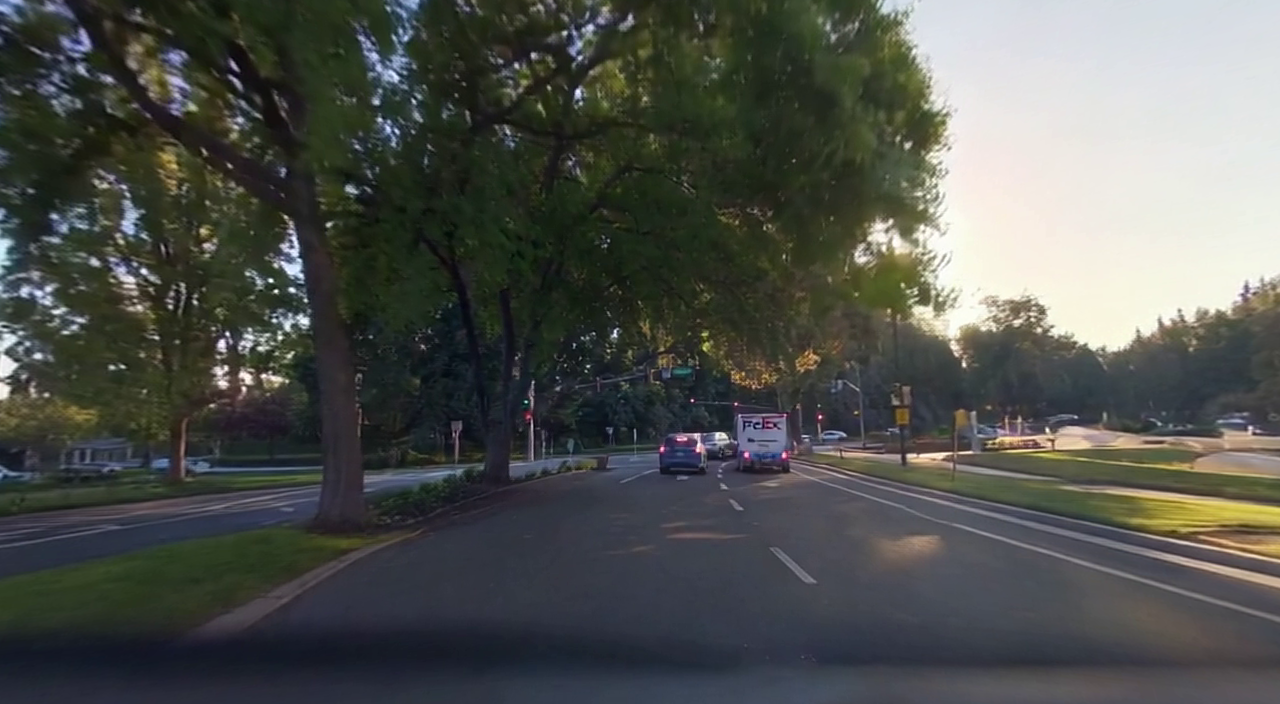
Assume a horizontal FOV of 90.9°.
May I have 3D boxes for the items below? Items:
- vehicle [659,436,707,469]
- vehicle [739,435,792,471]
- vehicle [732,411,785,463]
[{"bbox_3d":[2.164,4.887,30.723,2.066,1.482,4.273,-1,-8,7],"label":"vehicle"},{"bbox_3d":[5.680,4.631,29.008,1.989,1.497,4.436,-1,-8,6],"label":"vehicle"},{"bbox_3d":[7.539,5.584,41.054,2.721,3.047,7.204,-1,-9,6],"label":"vehicle"}]
